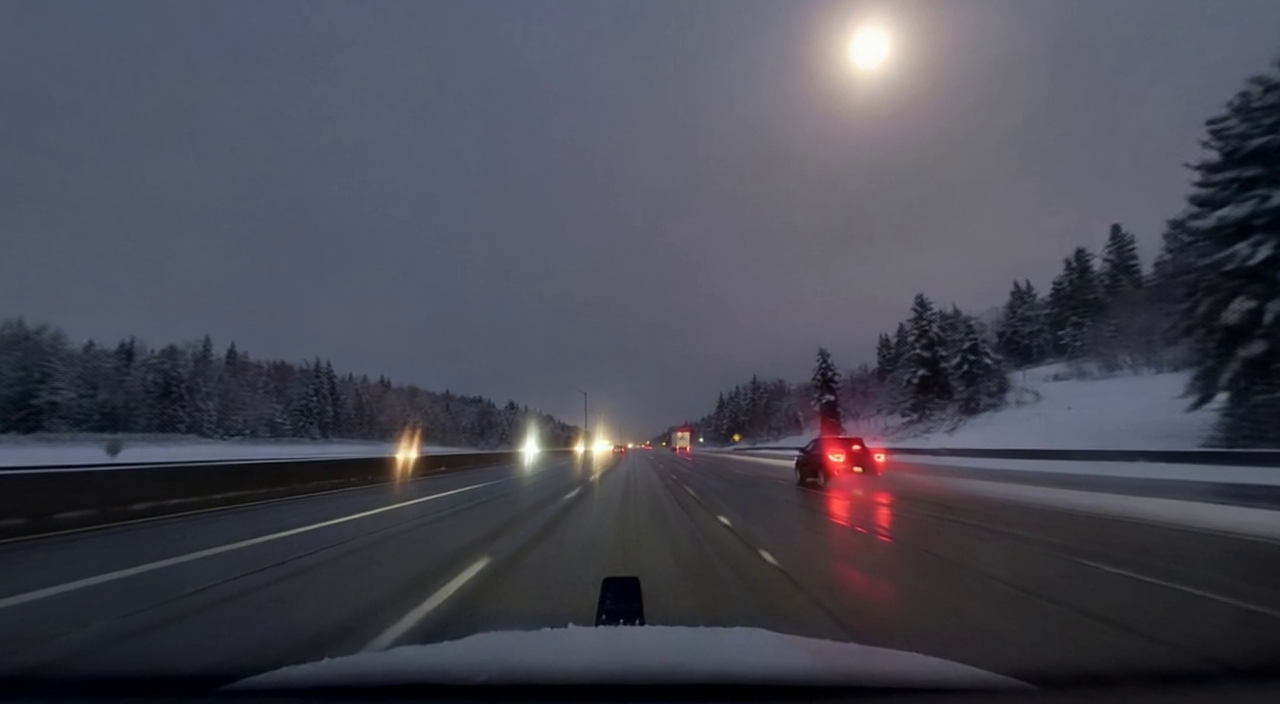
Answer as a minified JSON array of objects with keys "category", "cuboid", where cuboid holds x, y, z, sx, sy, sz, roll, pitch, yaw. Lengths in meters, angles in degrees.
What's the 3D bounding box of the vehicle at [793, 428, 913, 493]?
[{"category":"vehicle","cuboid":[6.397,3.332,19.614,2.096,1.767,4.601,0,-9,0]}]
